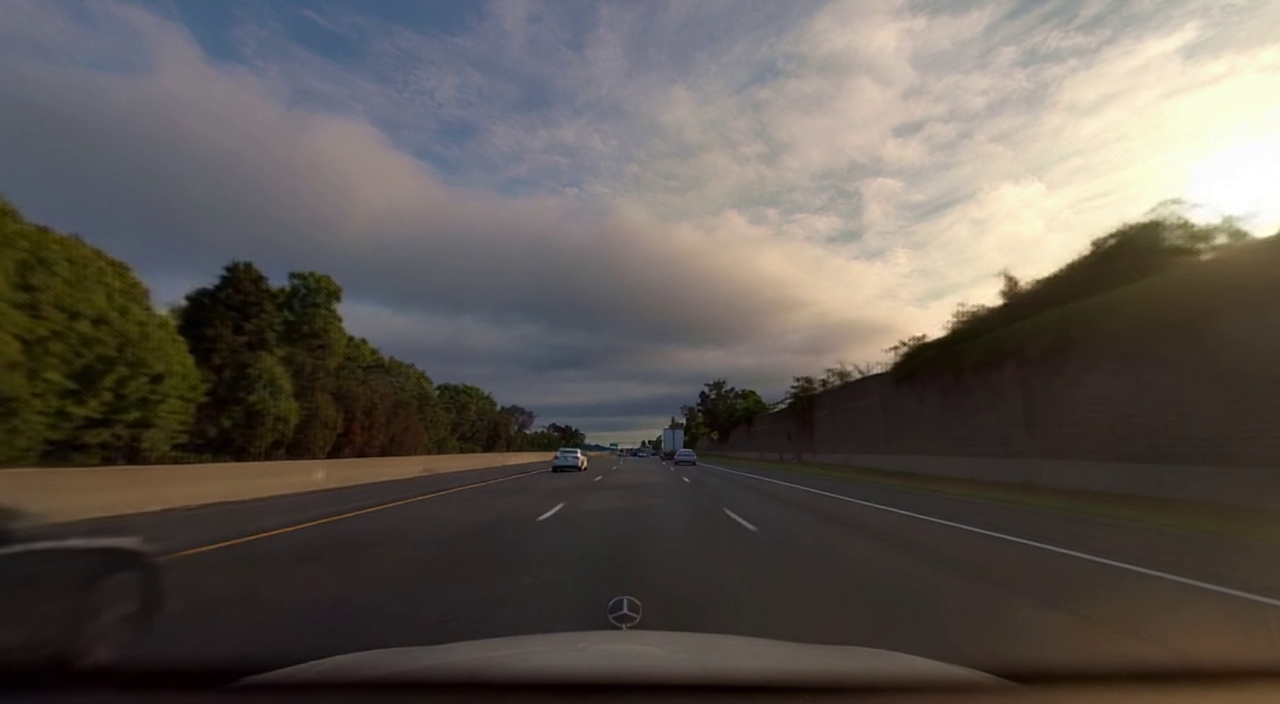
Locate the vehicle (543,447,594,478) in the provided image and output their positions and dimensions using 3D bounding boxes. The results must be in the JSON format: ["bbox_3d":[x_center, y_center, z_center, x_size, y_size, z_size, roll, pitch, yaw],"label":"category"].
[{"bbox_3d":[-3.819,5.991,34.503,2.129,1.559,5.272,0,-9,1],"label":"vehicle"}]
